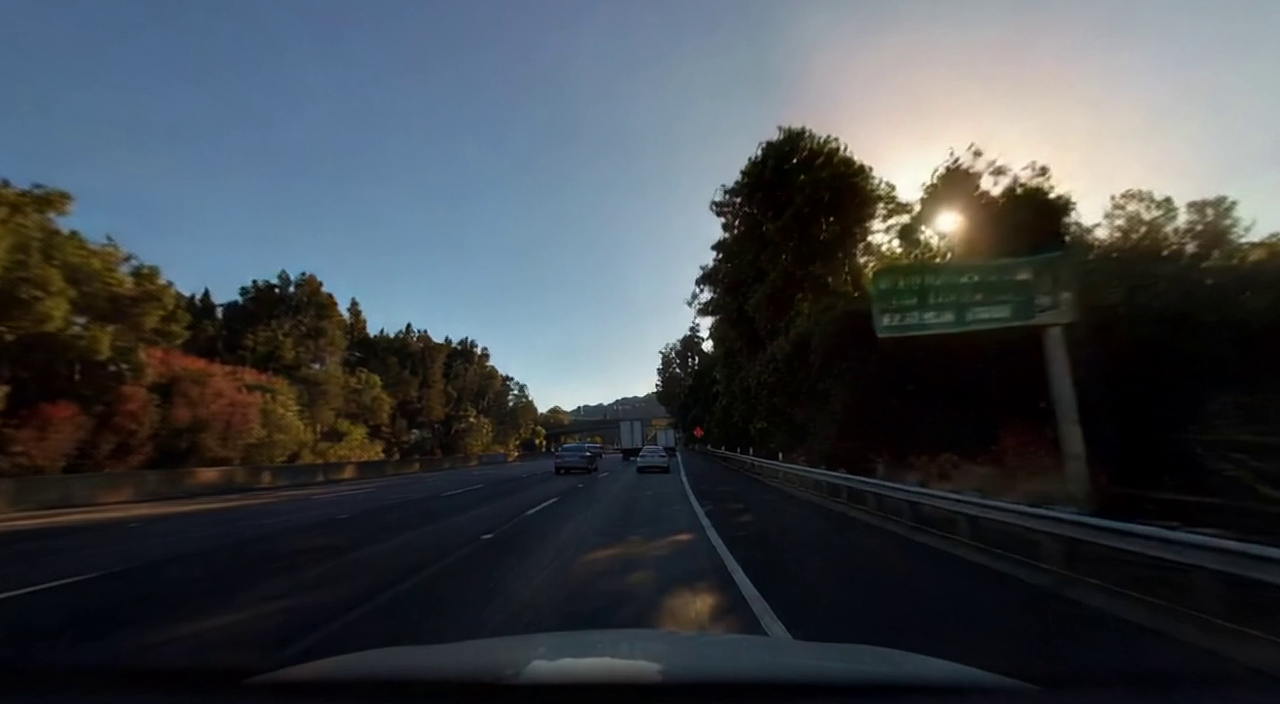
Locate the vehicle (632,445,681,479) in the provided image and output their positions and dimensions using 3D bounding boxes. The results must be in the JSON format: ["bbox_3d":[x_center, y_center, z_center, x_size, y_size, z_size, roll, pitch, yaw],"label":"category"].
[{"bbox_3d":[0.716,4.711,27.263,1.984,1.365,3.767,0,-9,1],"label":"vehicle"}]

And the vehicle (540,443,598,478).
[{"bbox_3d":[-3.142,4.942,28.983,1.916,1.486,4.631,-1,-9,3],"label":"vehicle"}]
